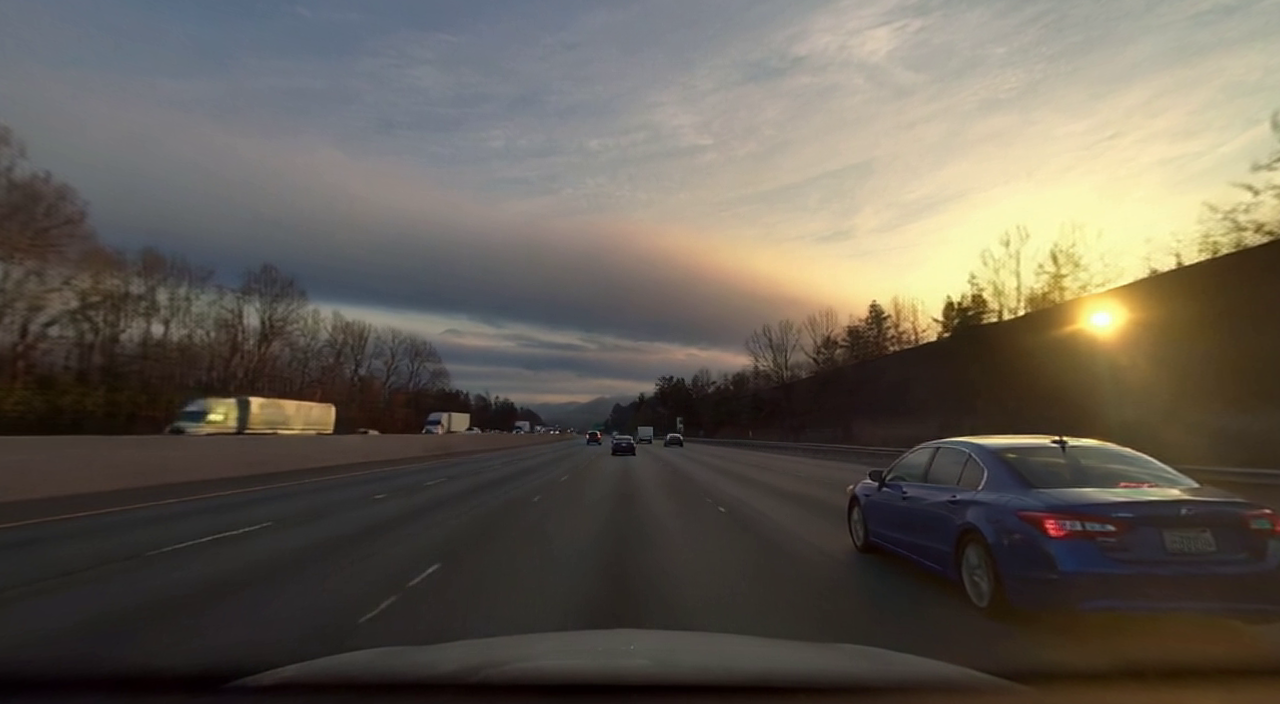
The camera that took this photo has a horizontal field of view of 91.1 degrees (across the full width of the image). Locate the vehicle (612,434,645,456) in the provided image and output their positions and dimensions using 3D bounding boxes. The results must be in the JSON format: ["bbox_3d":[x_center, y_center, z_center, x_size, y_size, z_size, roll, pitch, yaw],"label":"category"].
[{"bbox_3d":[-0.802,6.313,42.964,2.121,1.445,4.187,0,-8,-2],"label":"vehicle"}]

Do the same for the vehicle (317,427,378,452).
[{"bbox_3d":[-18.653,5.615,40.352,1.925,1.462,4.293,0,-8,-1],"label":"vehicle"}]

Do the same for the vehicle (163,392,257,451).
[{"bbox_3d":[-30.223,4.988,44.491,2.779,3.898,5.514,1,-7,-3],"label":"vehicle"}]
